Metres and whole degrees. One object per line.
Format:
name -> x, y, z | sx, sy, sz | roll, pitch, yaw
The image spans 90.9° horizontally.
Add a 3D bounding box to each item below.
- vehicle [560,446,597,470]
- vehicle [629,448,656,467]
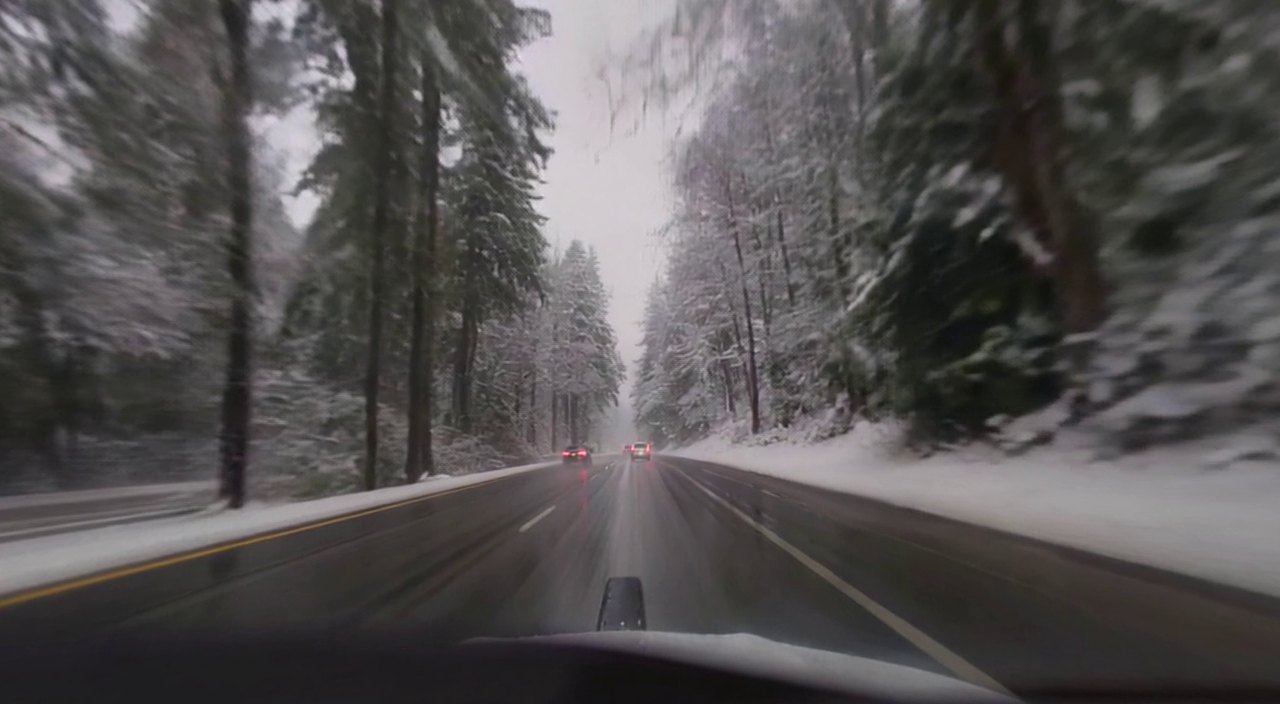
vehicle -> -4.188, 7.295, 43.490 | 2.112, 1.498, 4.117 | 0, -9, 0
vehicle -> 0.204, 8.094, 48.514 | 1.989, 1.402, 3.831 | 0, -9, 0
